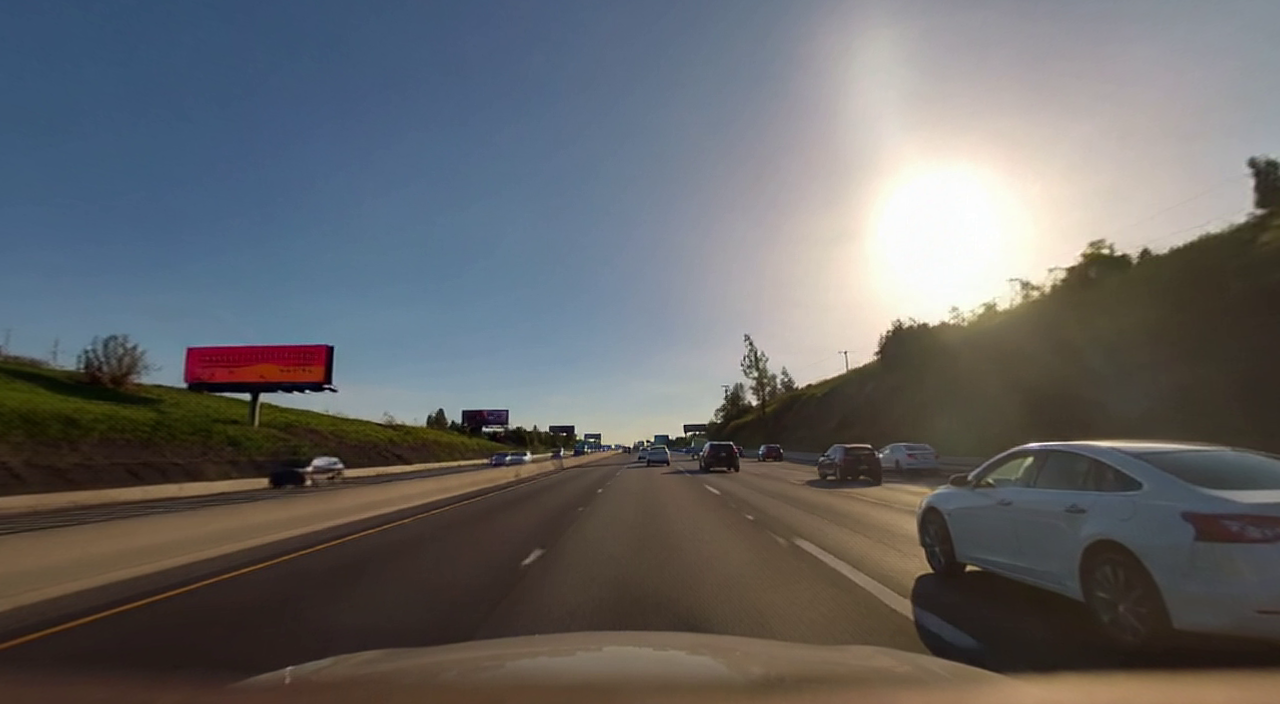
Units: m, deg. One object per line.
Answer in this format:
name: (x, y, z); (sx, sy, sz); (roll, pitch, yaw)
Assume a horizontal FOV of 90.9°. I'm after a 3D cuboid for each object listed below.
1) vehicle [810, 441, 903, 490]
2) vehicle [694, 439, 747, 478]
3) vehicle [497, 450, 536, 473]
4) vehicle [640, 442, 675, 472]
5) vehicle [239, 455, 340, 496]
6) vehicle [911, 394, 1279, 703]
vehicle: (7.643, 4.028, 22.734); (1.807, 1.558, 4.352); (0, -8, 0)
vehicle: (4.129, 5.551, 33.221); (2.075, 1.845, 4.667); (0, -8, -1)
vehicle: (-9.288, 8.258, 47.879); (1.912, 1.610, 4.646); (-1, -8, 1)
vehicle: (1.115, 6.787, 41.115); (2.145, 1.832, 4.004); (-1, -8, 1)
vehicle: (-16.492, 5.796, 30.037); (2.158, 1.692, 4.521); (-1, -8, 1)
vehicle: (3.919, 1.230, 4.482); (1.989, 1.609, 4.355); (0, -8, -1)
